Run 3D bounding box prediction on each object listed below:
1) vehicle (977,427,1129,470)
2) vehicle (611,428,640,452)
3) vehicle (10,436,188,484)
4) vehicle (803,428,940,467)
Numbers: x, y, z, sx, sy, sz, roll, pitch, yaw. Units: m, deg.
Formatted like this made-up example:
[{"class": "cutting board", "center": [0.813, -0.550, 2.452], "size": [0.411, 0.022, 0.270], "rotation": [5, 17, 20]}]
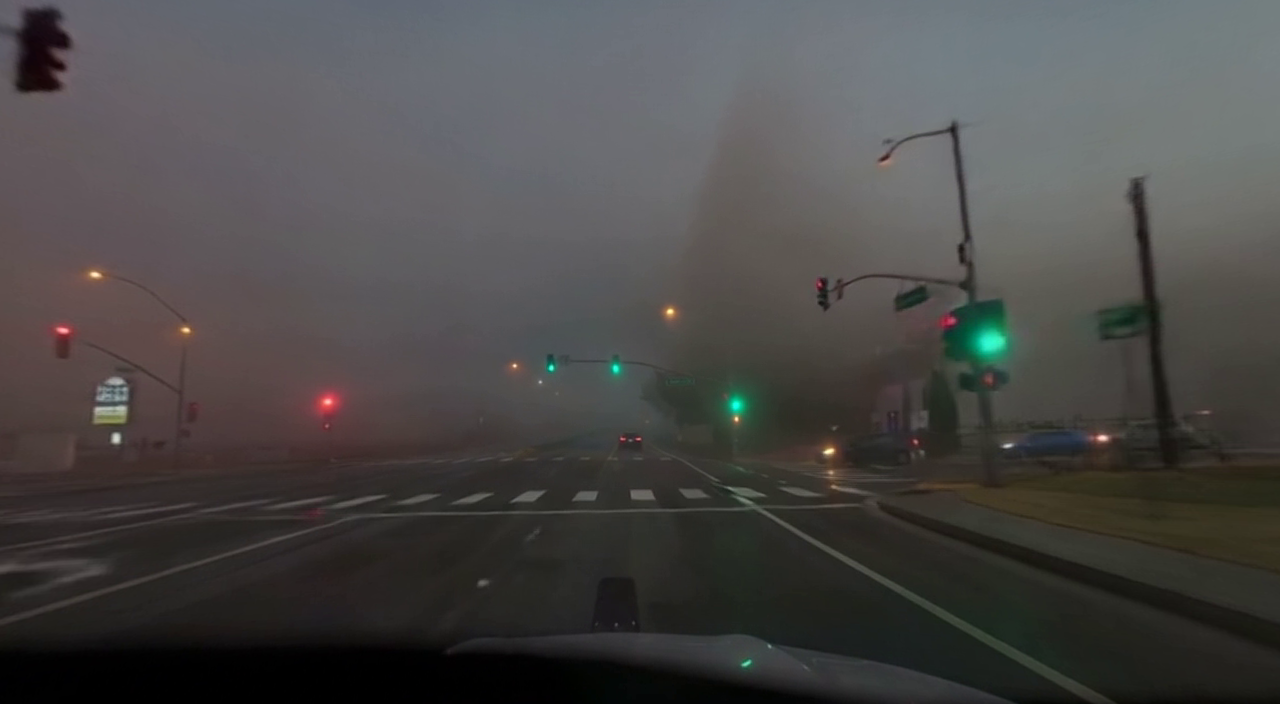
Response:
[{"class": "vehicle", "center": [16.724, 3.913, 25.758], "size": [4.710, 1.588, 2.053], "rotation": [-1, -9, -2]}, {"class": "vehicle", "center": [-1.052, 6.451, 46.096], "size": [2.024, 1.628, 4.774], "rotation": [0, -8, -1]}, {"class": "vehicle", "center": [-34.480, 6.899, 40.585], "size": [8.399, 2.938, 2.801], "rotation": [1, -8, -4]}, {"class": "vehicle", "center": [9.351, 3.909, 25.844], "size": [4.794, 1.511, 1.992], "rotation": [0, -8, -3]}]
